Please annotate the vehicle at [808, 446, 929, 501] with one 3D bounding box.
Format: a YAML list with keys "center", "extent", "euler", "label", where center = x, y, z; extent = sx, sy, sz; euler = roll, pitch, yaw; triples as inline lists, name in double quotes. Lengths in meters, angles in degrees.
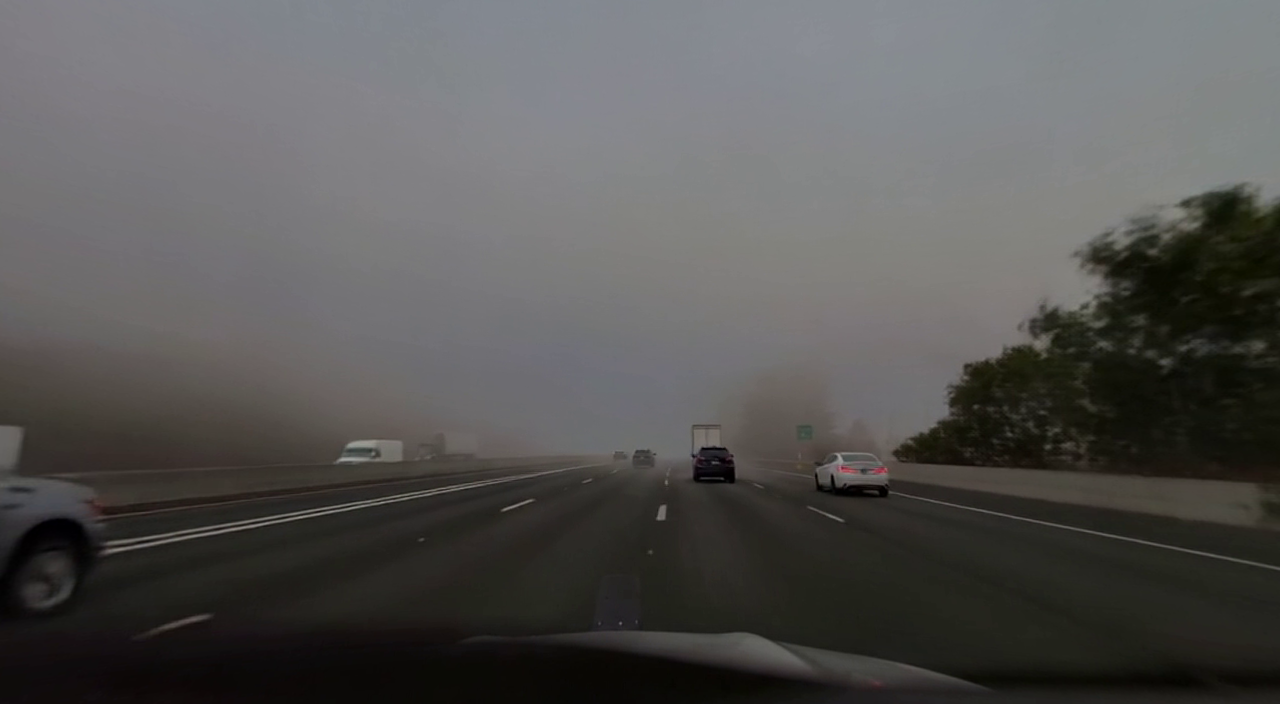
- center: [6.831, 3.653, 19.559]
  extent: [2.146, 1.482, 4.665]
  euler: [0, -9, 2]
  label: "vehicle"

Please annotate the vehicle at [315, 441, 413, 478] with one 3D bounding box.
- center: [-14.686, 5.753, 34.098]
  extent: [2.514, 1.812, 5.524]
  euler: [-1, -9, 4]
  label: "vehicle"

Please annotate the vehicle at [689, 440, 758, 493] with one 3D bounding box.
- center: [2.926, 4.120, 23.166]
  extent: [2.103, 1.717, 4.399]
  euler: [0, -9, 2]
  label: "vehicle"

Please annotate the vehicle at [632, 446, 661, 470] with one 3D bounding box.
- center: [0.538, 8.051, 48.143]
  extent: [1.988, 1.696, 4.754]
  euler: [-1, -9, 4]
  label: "vehicle"
